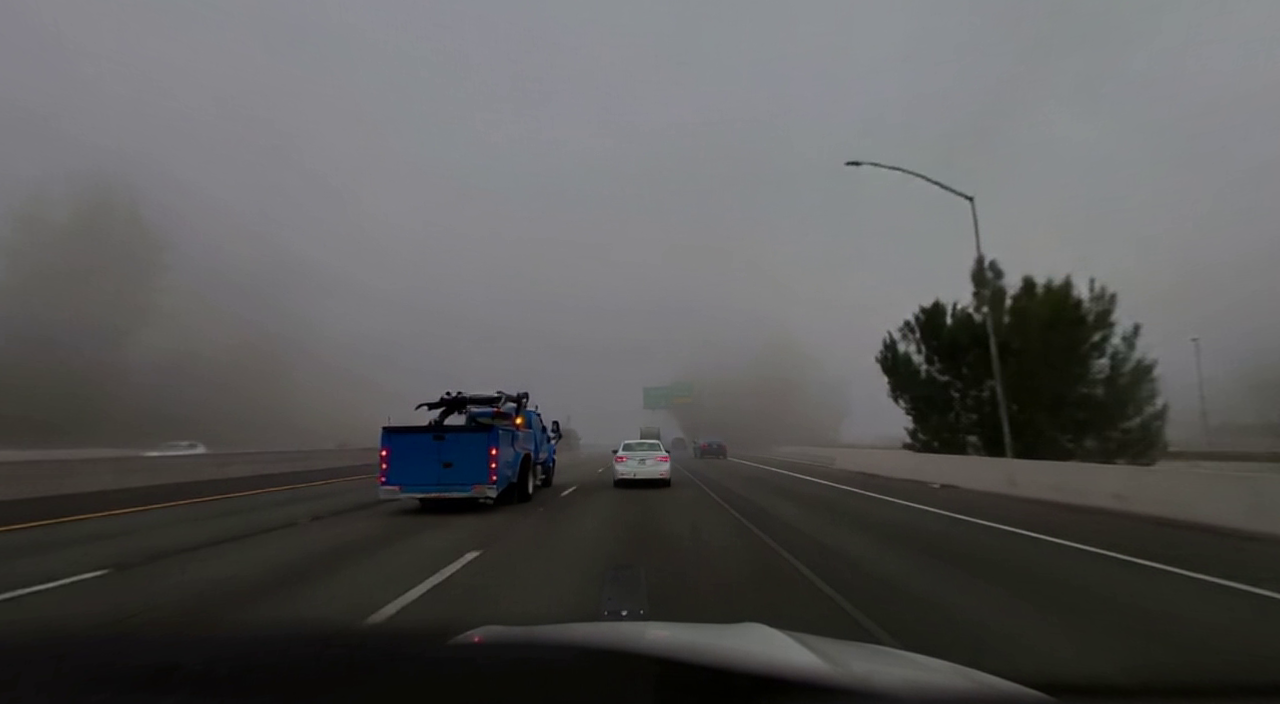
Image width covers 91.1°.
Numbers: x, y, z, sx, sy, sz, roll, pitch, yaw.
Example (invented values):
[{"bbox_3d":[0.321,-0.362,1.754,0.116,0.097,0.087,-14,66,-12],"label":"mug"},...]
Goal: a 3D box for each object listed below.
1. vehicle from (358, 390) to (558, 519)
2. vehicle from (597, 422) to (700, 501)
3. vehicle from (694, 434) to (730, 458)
[{"bbox_3d":[-3.395,2.109,13.303,2.526,2.146,5.594,0,-8,0],"label":"vehicle"},{"bbox_3d":[0.185,2.650,15.535,2.165,1.653,4.456,0,-8,0],"label":"vehicle"},{"bbox_3d":[5.053,6.653,44.466,2.079,1.656,4.506,0,-8,1],"label":"vehicle"}]
